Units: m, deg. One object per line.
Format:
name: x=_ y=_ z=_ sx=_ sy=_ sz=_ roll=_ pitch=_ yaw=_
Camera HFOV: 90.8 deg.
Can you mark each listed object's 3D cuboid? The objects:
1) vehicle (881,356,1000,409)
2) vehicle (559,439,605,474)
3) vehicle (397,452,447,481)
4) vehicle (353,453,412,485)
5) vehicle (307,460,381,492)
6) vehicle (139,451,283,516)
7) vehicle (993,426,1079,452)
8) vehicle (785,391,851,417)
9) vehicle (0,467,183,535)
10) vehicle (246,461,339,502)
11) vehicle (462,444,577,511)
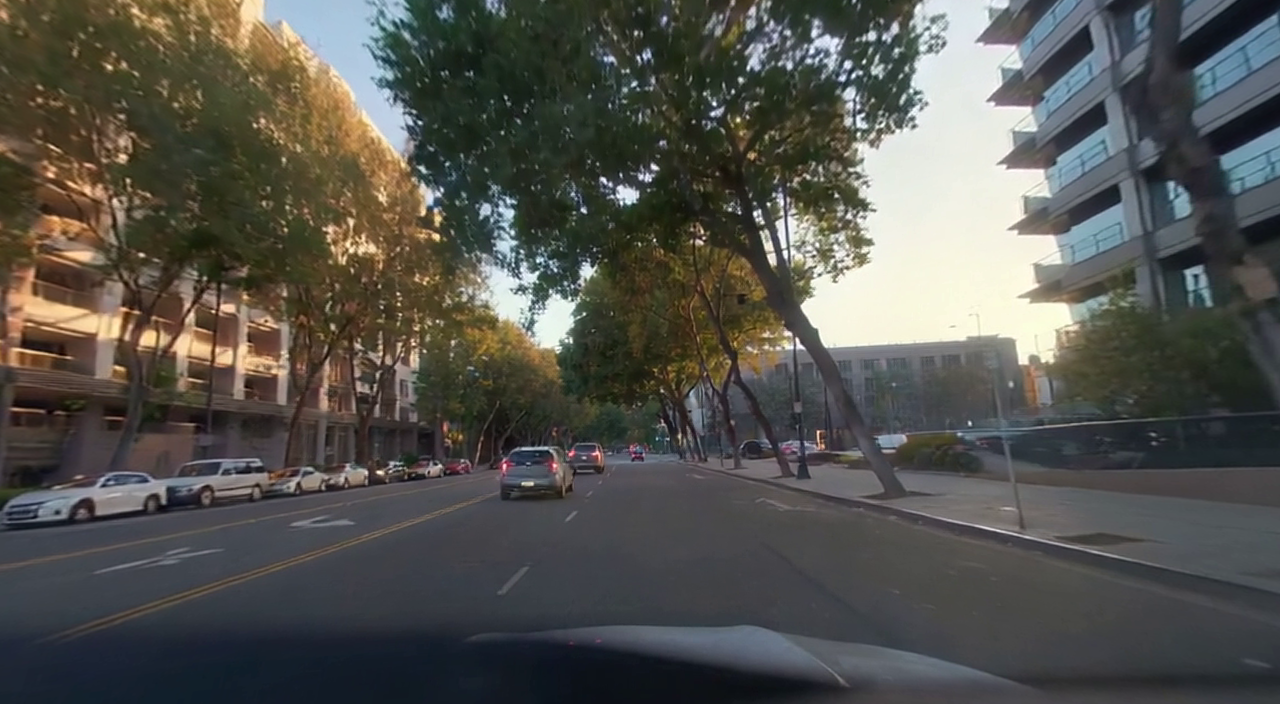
vehicle: x=12.514 y=1.319 z=26.508 sx=3.932 sy=1.743 sz=1.695 roll=-5 pitch=-8 yaw=3
vehicle: x=-3.254 y=5.954 z=36.307 sx=2.190 sy=1.840 sz=4.720 roll=0 pitch=-8 yaw=0
vehicle: x=-16.171 y=8.465 z=47.037 sx=2.079 sy=1.847 sz=4.592 roll=-5 pitch=-9 yaw=-1
vehicle: x=-16.108 y=7.328 z=39.787 sx=1.897 sy=1.805 sz=4.538 roll=0 pitch=-8 yaw=-2
vehicle: x=-15.848 y=6.619 z=34.119 sx=1.871 sy=1.485 sz=4.573 roll=0 pitch=-8 yaw=-1
vehicle: x=-15.601 y=4.747 z=23.399 sx=2.129 sy=1.967 sz=4.907 roll=-4 pitch=-9 yaw=-3
vehicle: x=25.521 y=5.624 z=40.780 sx=4.215 sy=1.545 sz=1.897 roll=0 pitch=-8 yaw=0
vehicle: x=11.821 y=3.503 z=42.075 sx=3.827 sy=1.556 sz=1.730 roll=-1 pitch=-9 yaw=0
vehicle: x=-15.687 y=4.171 z=18.121 sx=1.775 sy=1.461 sz=4.433 roll=-3 pitch=-9 yaw=2
vehicle: x=-15.672 y=5.831 z=28.787 sx=1.942 sy=1.431 sz=4.553 roll=-5 pitch=-9 yaw=-3
vehicle: x=-2.866 y=3.074 z=16.032 sx=2.051 sy=1.454 sz=4.132 roll=0 pitch=-8 yaw=1
